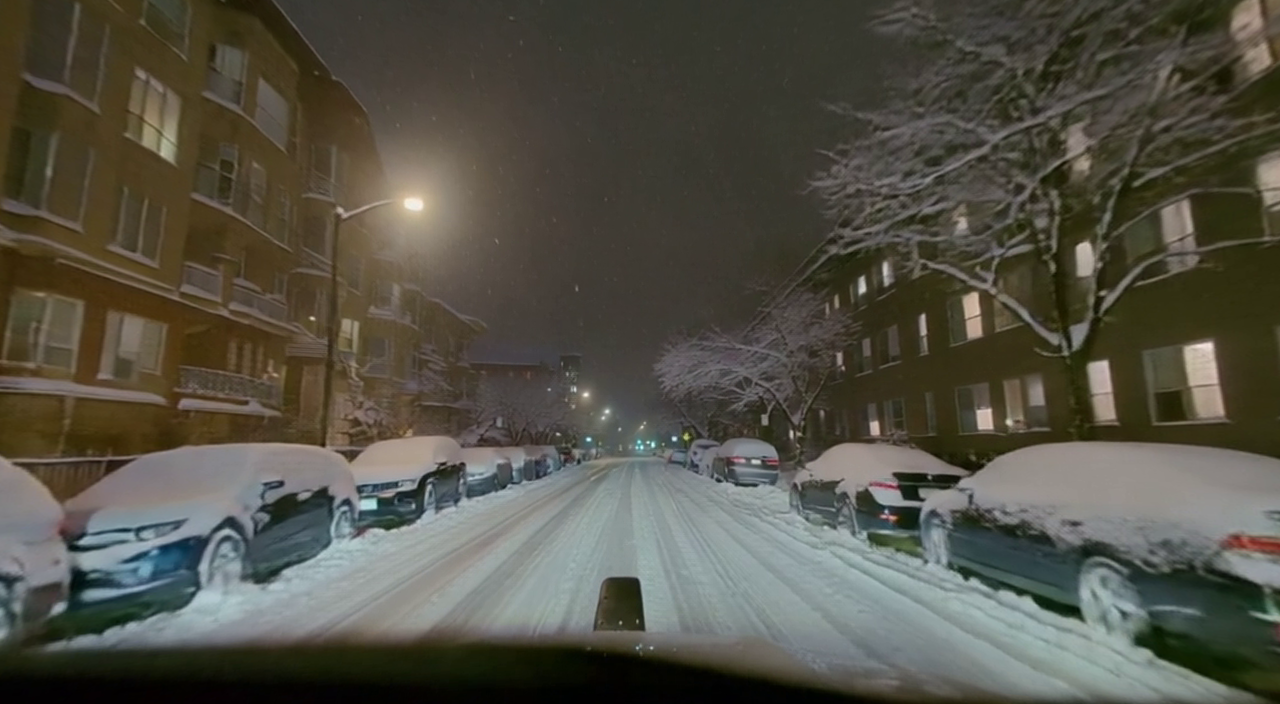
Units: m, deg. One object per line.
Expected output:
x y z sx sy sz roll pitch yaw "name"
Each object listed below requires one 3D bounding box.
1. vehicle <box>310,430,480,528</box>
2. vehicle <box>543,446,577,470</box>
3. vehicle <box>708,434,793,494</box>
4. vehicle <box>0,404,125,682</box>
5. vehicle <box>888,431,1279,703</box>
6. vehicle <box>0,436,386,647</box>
-4.964 2.614 13.648 1.922 1.728 4.628 0 -8 -2 "vehicle"
-5.388 7.207 43.207 1.647 1.481 4.433 0 -8 2 "vehicle"
3.603 3.762 21.621 1.912 1.781 5.159 0 -8 -1 "vehicle"
-5.026 1.032 2.866 2.274 1.679 3.639 0 -8 0 "vehicle"
4.094 1.525 5.598 1.707 1.528 4.812 0 -8 -2 "vehicle"
-4.876 1.786 7.268 2.049 1.509 4.783 -2 -7 -2 "vehicle"
